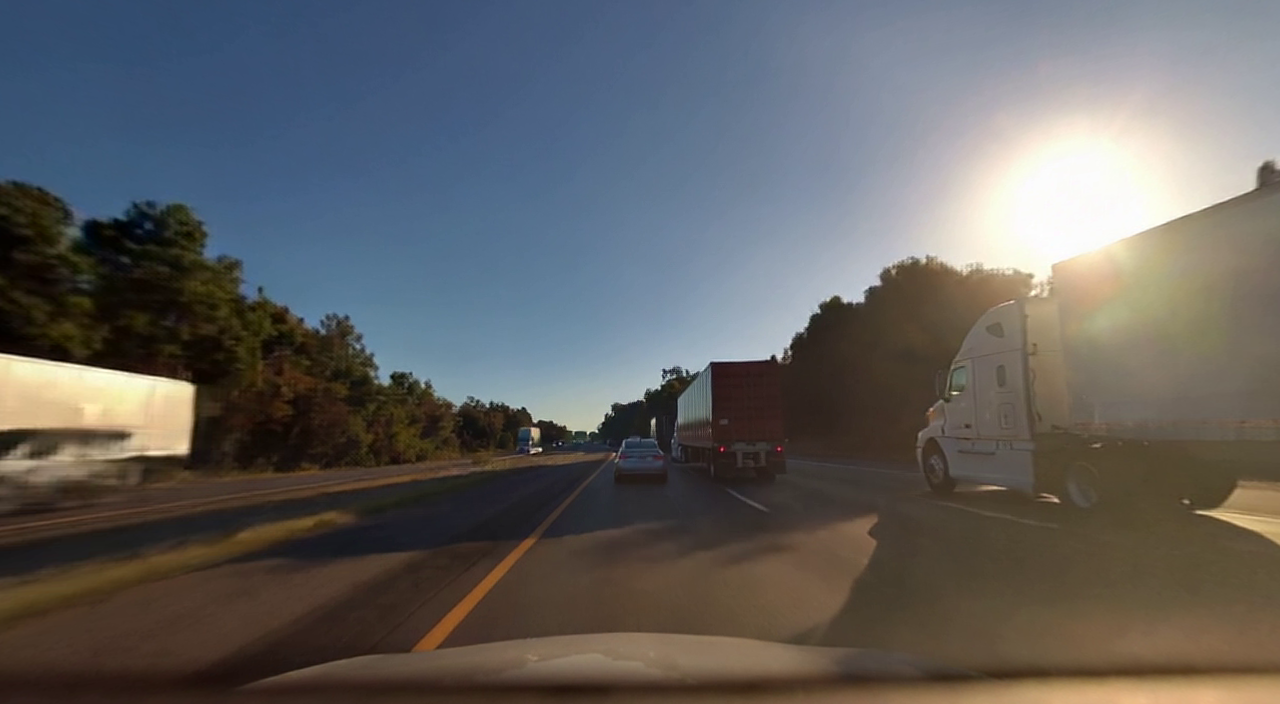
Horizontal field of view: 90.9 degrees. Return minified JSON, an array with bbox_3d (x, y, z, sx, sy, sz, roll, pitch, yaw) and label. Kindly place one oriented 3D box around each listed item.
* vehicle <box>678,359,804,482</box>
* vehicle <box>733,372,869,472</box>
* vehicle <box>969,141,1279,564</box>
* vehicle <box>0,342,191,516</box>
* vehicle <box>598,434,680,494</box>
[{"bbox_3d":[3.802,3.203,28.182,2.888,4.099,14.183,0,-8,-2],"label":"vehicle"},{"bbox_3d":[7.671,3.801,33.044,2.876,4.111,14.145,0,-8,-2],"label":"vehicle"},{"bbox_3d":[8.155,-0.187,5.065,3.110,4.308,14.260,0,-8,-1],"label":"vehicle"},{"bbox_3d":[-16.516,1.716,14.078,2.951,4.048,14.085,0,-8,-2],"label":"vehicle"},{"bbox_3d":[-0.077,3.053,17.653,2.038,1.477,3.773,0,-8,-2],"label":"vehicle"}]
